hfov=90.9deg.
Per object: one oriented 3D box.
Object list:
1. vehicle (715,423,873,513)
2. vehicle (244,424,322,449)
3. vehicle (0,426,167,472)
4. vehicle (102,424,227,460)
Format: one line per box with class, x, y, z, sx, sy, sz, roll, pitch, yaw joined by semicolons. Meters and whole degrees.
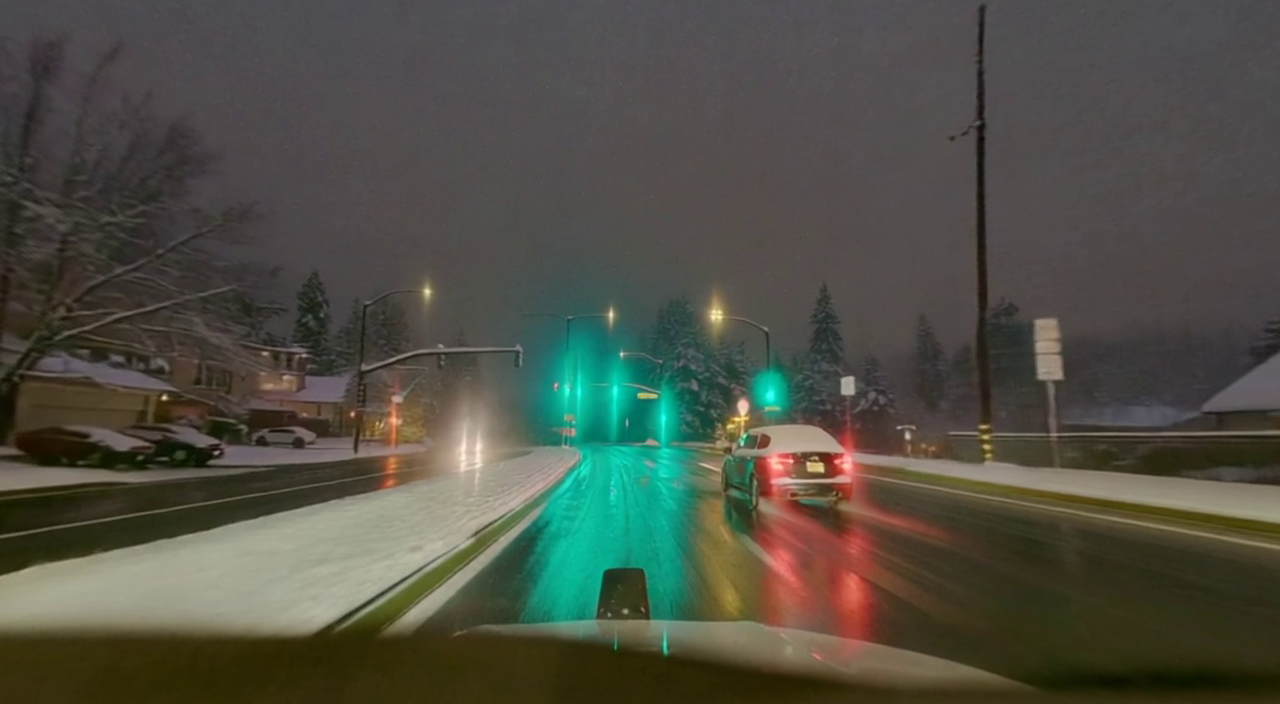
vehicle;2.809;2.233;12.561;1.960;1.479;4.086;0;-8;-2
vehicle;-26.727;6.371;47.384;4.583;1.850;2.015;2;-9;-10
vehicle;-21.058;3.630;23.681;4.717;1.615;2.014;2;-9;-10
vehicle;-25.066;4.761;33.384;4.737;1.805;2.049;1;-8;-8
